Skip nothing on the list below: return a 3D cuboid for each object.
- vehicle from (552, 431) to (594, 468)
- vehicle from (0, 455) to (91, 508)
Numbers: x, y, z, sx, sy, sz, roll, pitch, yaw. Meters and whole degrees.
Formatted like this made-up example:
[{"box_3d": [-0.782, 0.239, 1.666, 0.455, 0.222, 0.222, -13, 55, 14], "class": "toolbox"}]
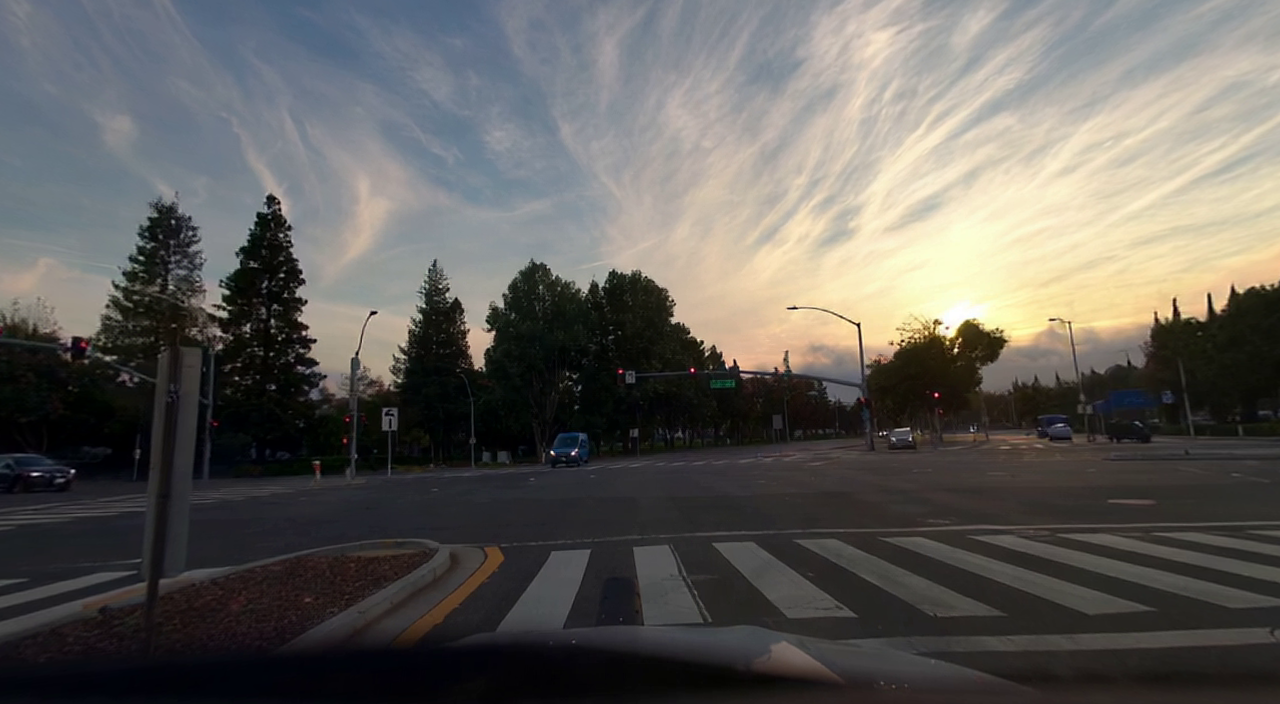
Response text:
[{"box_3d": [-4.614, 6.899, 44.688, 2.465, 2.404, 5.791, 0, -8, -1], "class": "vehicle"}, {"box_3d": [-32.659, 6.731, 33.261, 5.861, 2.543, 2.529, -2, -9, 14], "class": "vehicle"}]
